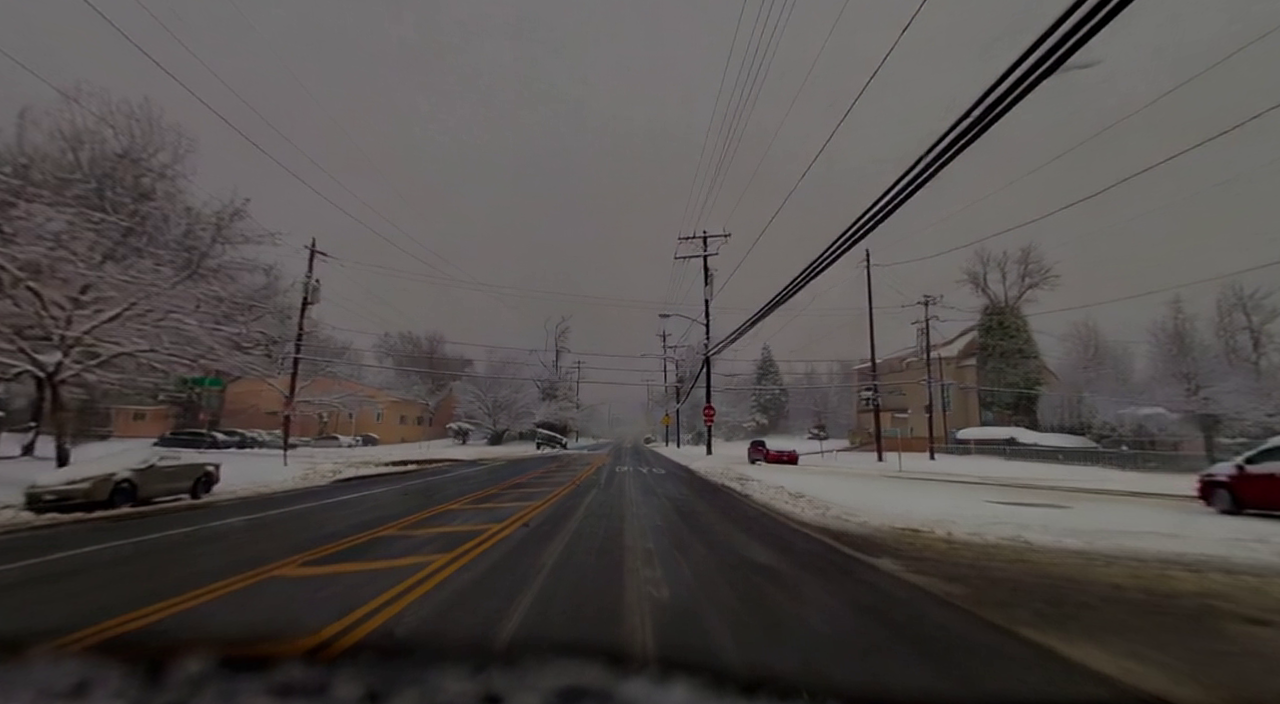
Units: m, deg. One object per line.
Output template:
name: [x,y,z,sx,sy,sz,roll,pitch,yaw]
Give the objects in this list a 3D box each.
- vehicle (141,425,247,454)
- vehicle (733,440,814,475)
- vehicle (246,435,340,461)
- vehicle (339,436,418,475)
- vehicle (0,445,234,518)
vehicle: [-27.317,5.404,38.852,4.842,1.690,1.938,1,-9,-9]
vehicle: [6.253,5.014,30.241,2.081,1.496,4.490,2,-9,-13]
vehicle: [-21.624,6.013,39.562,4.647,1.515,2.009,1,-9,-6]
vehicle: [-13.049,5.210,31.922,1.940,1.789,5.086,0,-8,-2]
vehicle: [-12.316,3.022,15.438,1.957,1.459,4.913,1,-9,-6]
